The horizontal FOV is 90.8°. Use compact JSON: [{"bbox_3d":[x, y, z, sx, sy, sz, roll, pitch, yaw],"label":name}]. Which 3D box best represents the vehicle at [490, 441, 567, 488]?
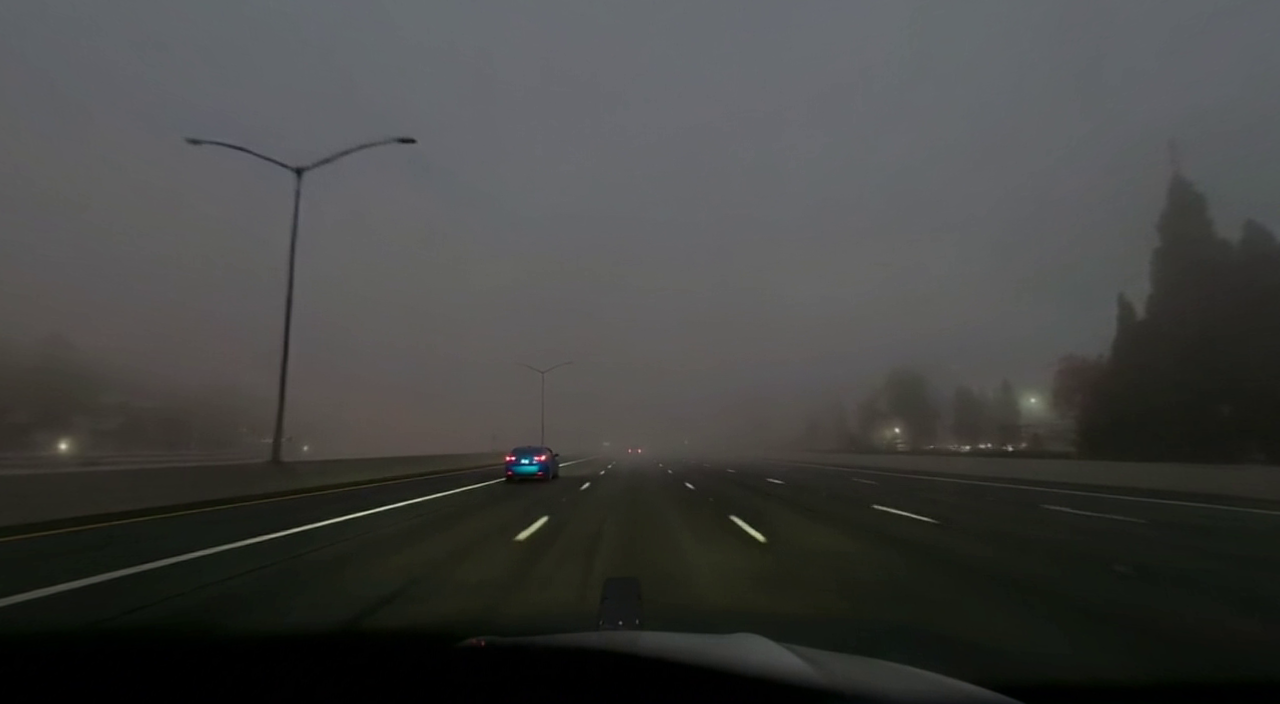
[{"bbox_3d":[-3.843,3.937,22.508,1.900,1.492,4.495,0,-9,0],"label":"vehicle"}]
